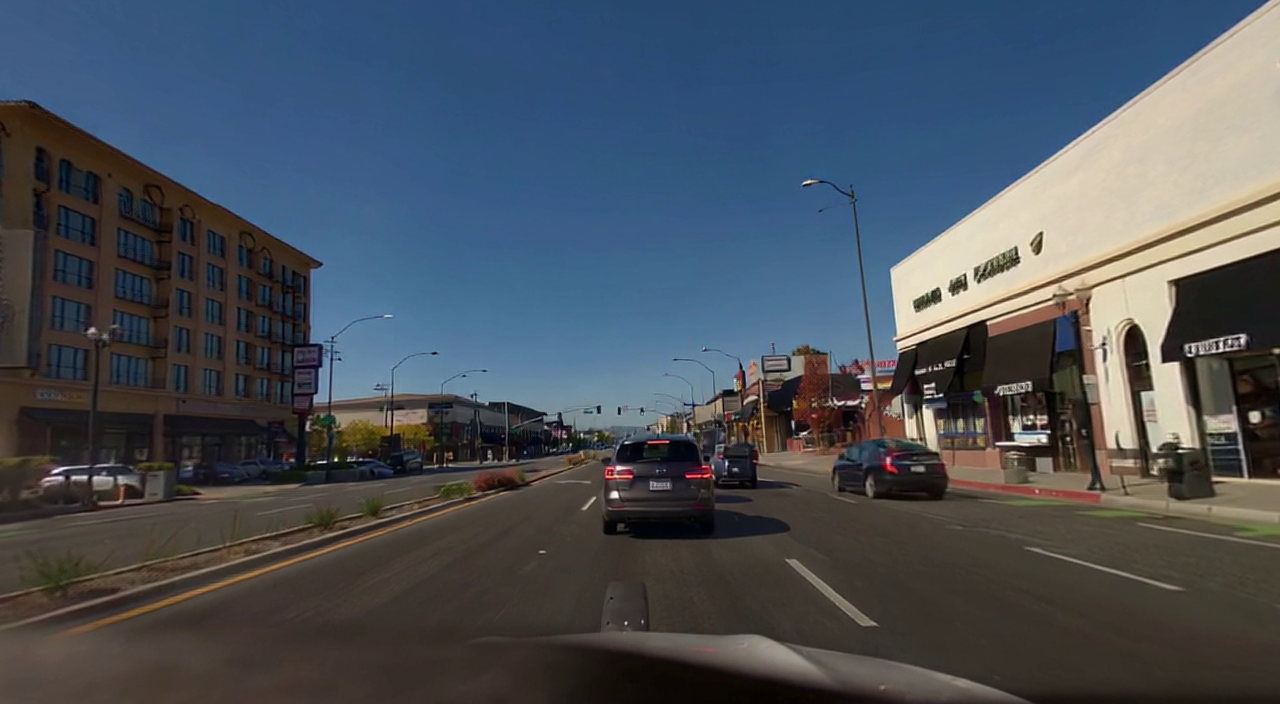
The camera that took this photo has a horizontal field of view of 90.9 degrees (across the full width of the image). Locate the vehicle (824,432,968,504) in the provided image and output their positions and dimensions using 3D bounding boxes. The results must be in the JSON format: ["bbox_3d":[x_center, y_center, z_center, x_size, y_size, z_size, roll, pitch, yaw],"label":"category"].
[{"bbox_3d":[6.437,2.951,16.474,2.086,1.627,4.294,-1,-8,2],"label":"vehicle"}]

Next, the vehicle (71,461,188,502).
[{"bbox_3d":[-25.874,6.524,32.213,2.026,1.808,4.835,0,-9,-2],"label":"vehicle"}]

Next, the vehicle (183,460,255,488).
[{"bbox_3d":[-27.871,8.067,41.848,1.861,1.578,4.152,0,-8,1],"label":"vehicle"}]

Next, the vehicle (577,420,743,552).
[{"bbox_3d":[0.235,2.010,10.104,2.125,1.669,3.880,0,-8,-1],"label":"vehicle"}]

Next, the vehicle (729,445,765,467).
[{"bbox_3d":[7.630,7.438,45.323,1.900,1.507,4.151,0,-8,0],"label":"vehicle"}]

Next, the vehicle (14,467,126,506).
[{"bbox_3d":[-28.685,6.757,31.910,2.018,1.716,4.042,-1,-10,-5],"label":"vehicle"}]
